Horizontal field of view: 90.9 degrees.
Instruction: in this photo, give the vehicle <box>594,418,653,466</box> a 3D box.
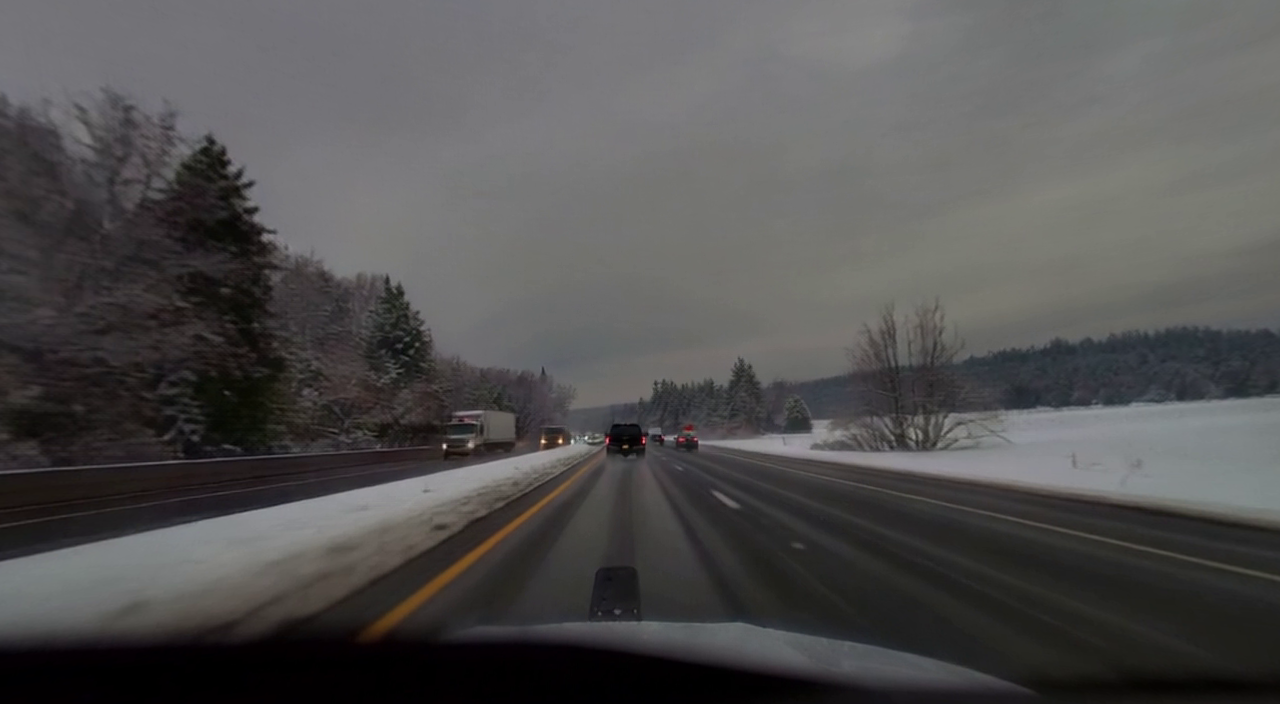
[{"bbox_3d":[-0.772,4.150,29.150,2.503,2.044,4.633,0,-8,-2],"label":"vehicle"}]
